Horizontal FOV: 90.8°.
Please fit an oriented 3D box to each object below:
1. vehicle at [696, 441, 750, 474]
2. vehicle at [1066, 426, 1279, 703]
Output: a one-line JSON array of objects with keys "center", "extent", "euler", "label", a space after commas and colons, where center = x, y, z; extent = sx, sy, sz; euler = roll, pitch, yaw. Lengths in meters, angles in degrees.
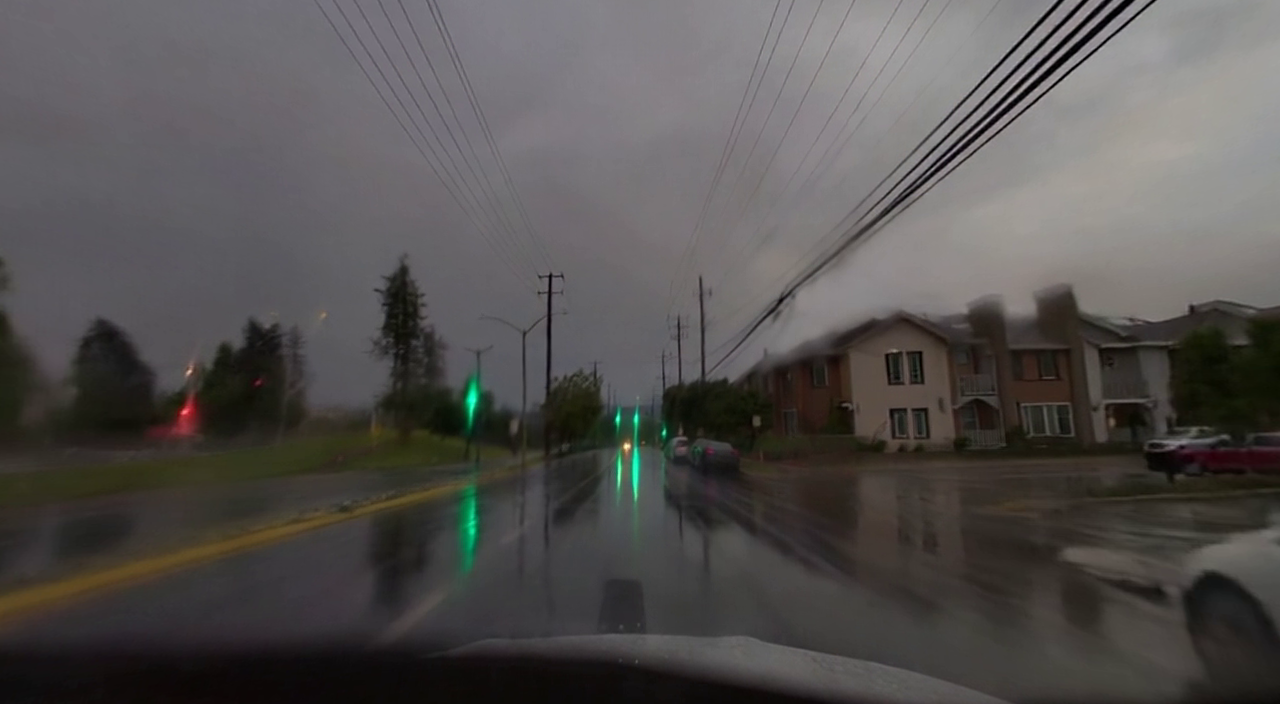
[{"center": [3.855, 4.994, 30.114], "extent": [1.785, 1.441, 4.458], "euler": [0, -8, -2], "label": "vehicle"}, {"center": [4.101, 0.958, 2.244], "extent": [1.994, 1.422, 4.595], "euler": [0, -8, 0], "label": "vehicle"}]
